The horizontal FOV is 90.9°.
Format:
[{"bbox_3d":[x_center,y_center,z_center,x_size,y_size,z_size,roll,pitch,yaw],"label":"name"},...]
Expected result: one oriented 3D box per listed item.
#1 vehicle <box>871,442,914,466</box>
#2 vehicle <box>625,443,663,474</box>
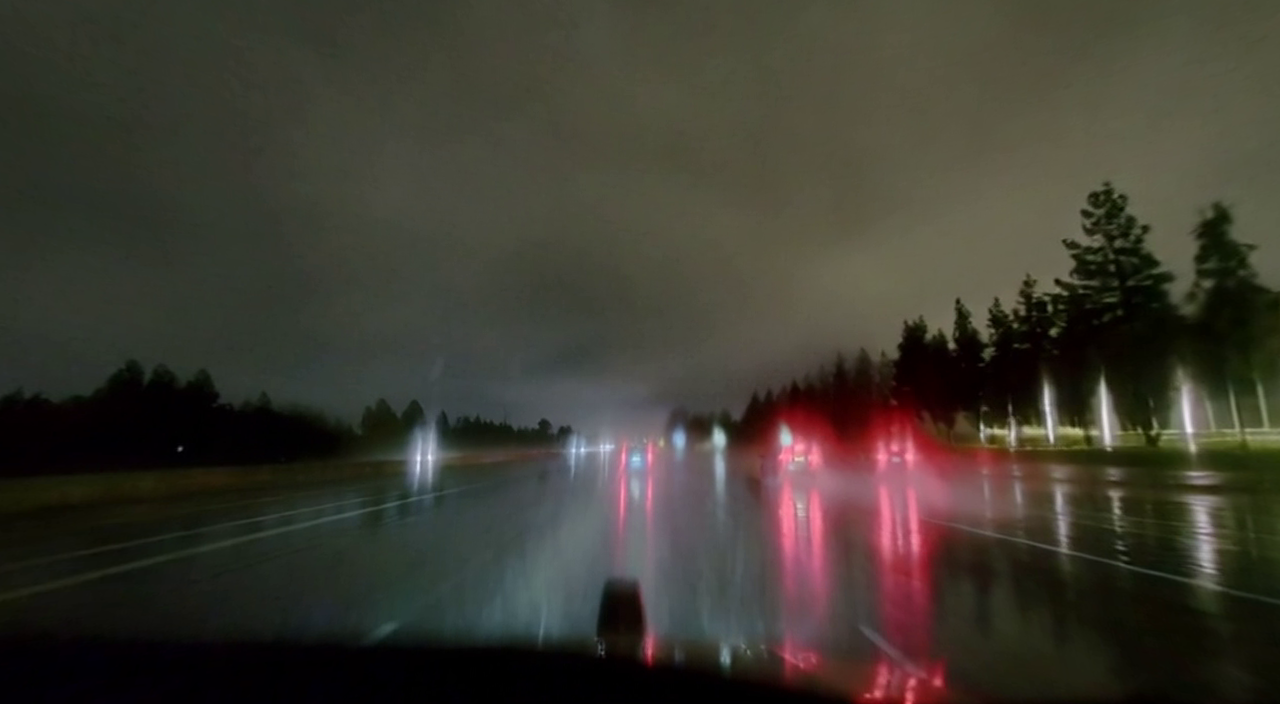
[{"bbox_3d":[18.425,7.409,46.188,1.690,1.490,3.665,-5,-7,3],"label":"vehicle"},{"bbox_3d":[0.213,6.082,36.129,2.015,1.639,4.086,0,-9,0],"label":"vehicle"}]
